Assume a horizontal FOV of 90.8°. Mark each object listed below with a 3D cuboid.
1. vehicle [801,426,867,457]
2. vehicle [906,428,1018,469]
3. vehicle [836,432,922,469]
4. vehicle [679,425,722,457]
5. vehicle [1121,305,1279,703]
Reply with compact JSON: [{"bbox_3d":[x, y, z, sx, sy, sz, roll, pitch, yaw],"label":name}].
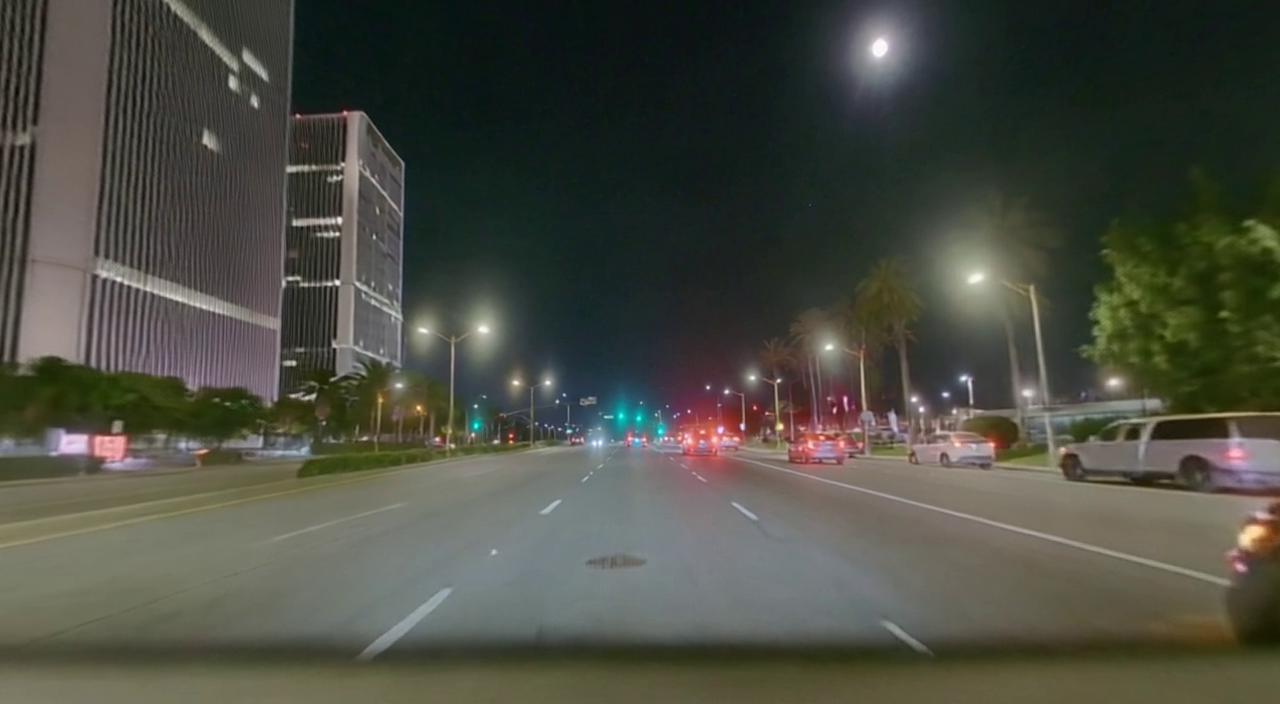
[{"bbox_3d":[12.658,5.925,41.648,2.157,1.937,5.386,0,-9,-5],"label":"vehicle"},{"bbox_3d":[13.715,4.156,27.328,2.009,1.600,4.960,0,-9,-4],"label":"vehicle"},{"bbox_3d":[10.395,4.329,27.888,1.871,1.465,4.395,0,-9,-4],"label":"vehicle"},{"bbox_3d":[3.748,5.655,39.950,2.104,1.910,4.693,0,-9,-2],"label":"vehicle"},{"bbox_3d":[3.558,0.473,0.711,2.219,1.795,4.718,0,-9,-1],"label":"vehicle"}]
